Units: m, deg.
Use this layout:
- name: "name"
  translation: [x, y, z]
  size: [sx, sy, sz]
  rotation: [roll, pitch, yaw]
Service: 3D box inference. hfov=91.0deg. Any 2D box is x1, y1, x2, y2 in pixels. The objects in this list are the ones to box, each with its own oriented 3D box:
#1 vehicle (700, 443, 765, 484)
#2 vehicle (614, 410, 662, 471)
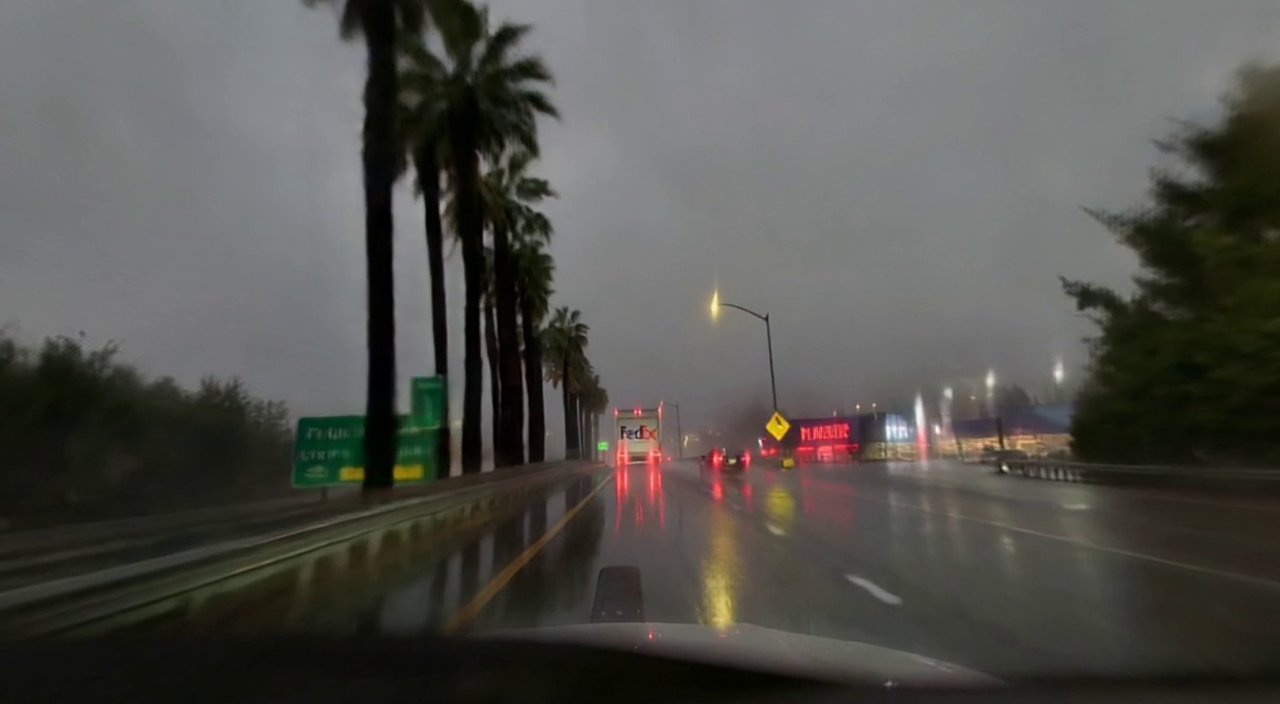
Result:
- name: "vehicle"
  translation: [3.734, 4.587, 26.185]
  size: [1.966, 1.558, 4.238]
  rotation: [0, -9, -1]
- name: "vehicle"
  translation: [-0.231, 6.875, 48.531]
  size: [3.243, 4.134, 11.656]
  rotation: [0, -9, -1]
